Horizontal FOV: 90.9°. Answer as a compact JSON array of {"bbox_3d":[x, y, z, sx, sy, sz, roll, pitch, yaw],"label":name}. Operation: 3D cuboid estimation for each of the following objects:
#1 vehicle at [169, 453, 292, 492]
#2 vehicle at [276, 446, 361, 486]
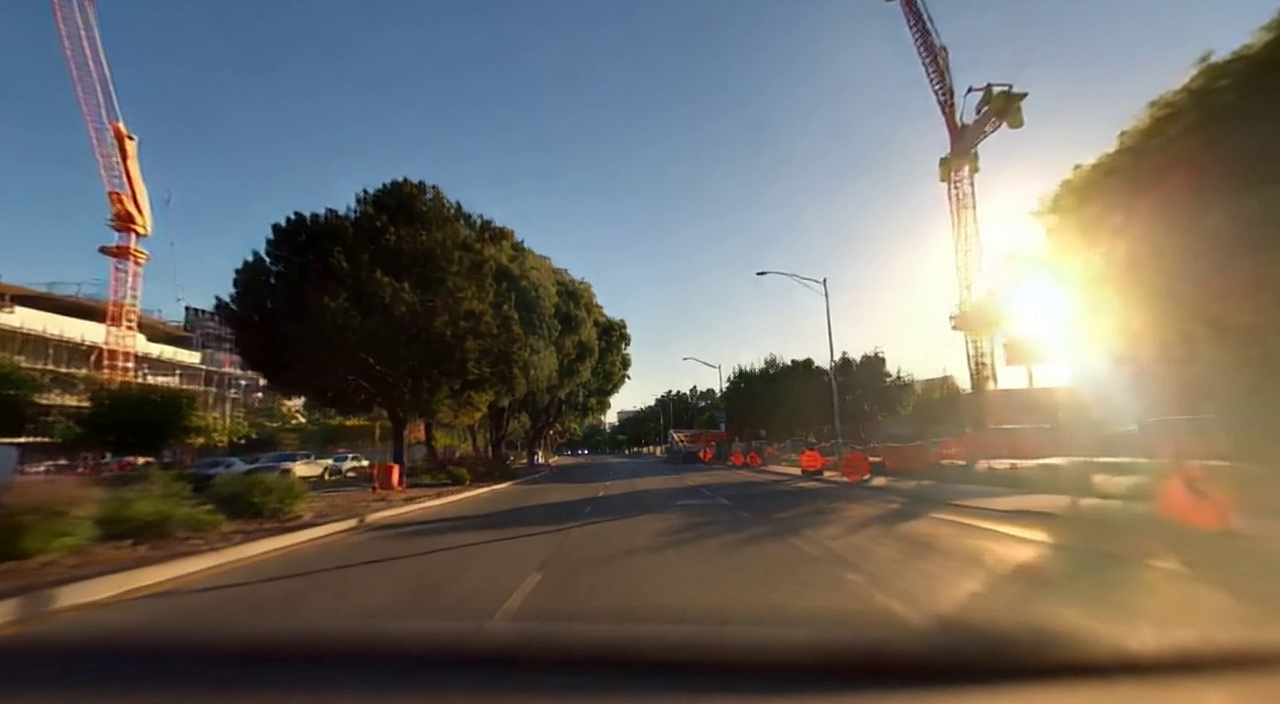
[{"bbox_3d":[-21.801,6.407,33.929,2.328,1.918,5.628,-1,-9,7],"label":"vehicle"},{"bbox_3d":[-18.072,6.429,35.777,2.286,2.069,5.077,1,-9,-3],"label":"vehicle"}]
